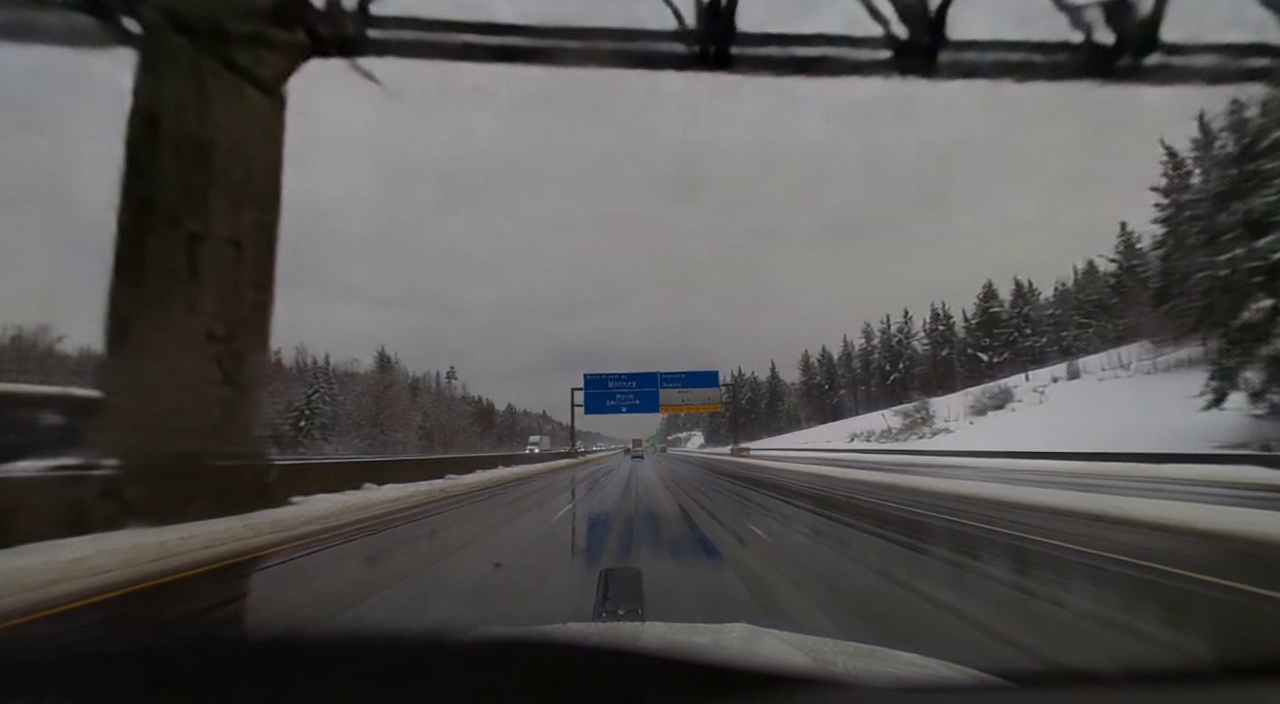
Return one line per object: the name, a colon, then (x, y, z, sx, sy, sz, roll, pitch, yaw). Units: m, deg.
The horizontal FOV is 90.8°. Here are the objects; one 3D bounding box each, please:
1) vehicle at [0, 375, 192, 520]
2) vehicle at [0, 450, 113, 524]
vehicle: (-18.758, 2.900, 19.082, 2.915, 3.862, 10.009, 0, -9, 0)
vehicle: (-15.000, 3.044, 14.401, 1.944, 1.603, 4.591, 0, -9, 0)
